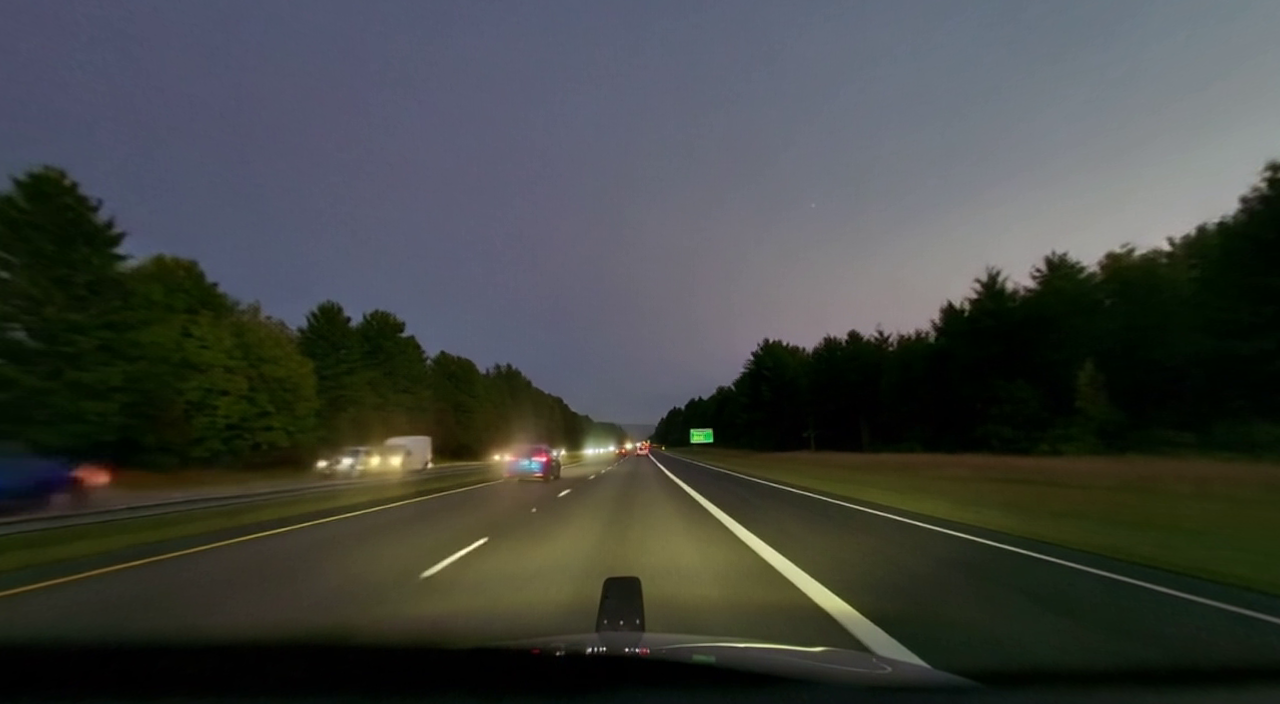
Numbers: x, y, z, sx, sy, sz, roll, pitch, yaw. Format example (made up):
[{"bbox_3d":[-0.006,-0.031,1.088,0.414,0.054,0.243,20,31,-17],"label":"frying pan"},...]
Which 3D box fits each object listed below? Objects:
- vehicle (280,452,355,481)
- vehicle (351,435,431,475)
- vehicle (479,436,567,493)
[{"bbox_3d":[-17.218,6.106,33.929,1.773,1.434,4.302,0,-9,0],"label":"vehicle"},{"bbox_3d":[-13.230,5.523,33.966,2.113,1.950,5.131,0,-8,1],"label":"vehicle"},{"bbox_3d":[-3.843,3.783,21.645,2.110,1.727,4.607,0,-8,1],"label":"vehicle"}]
